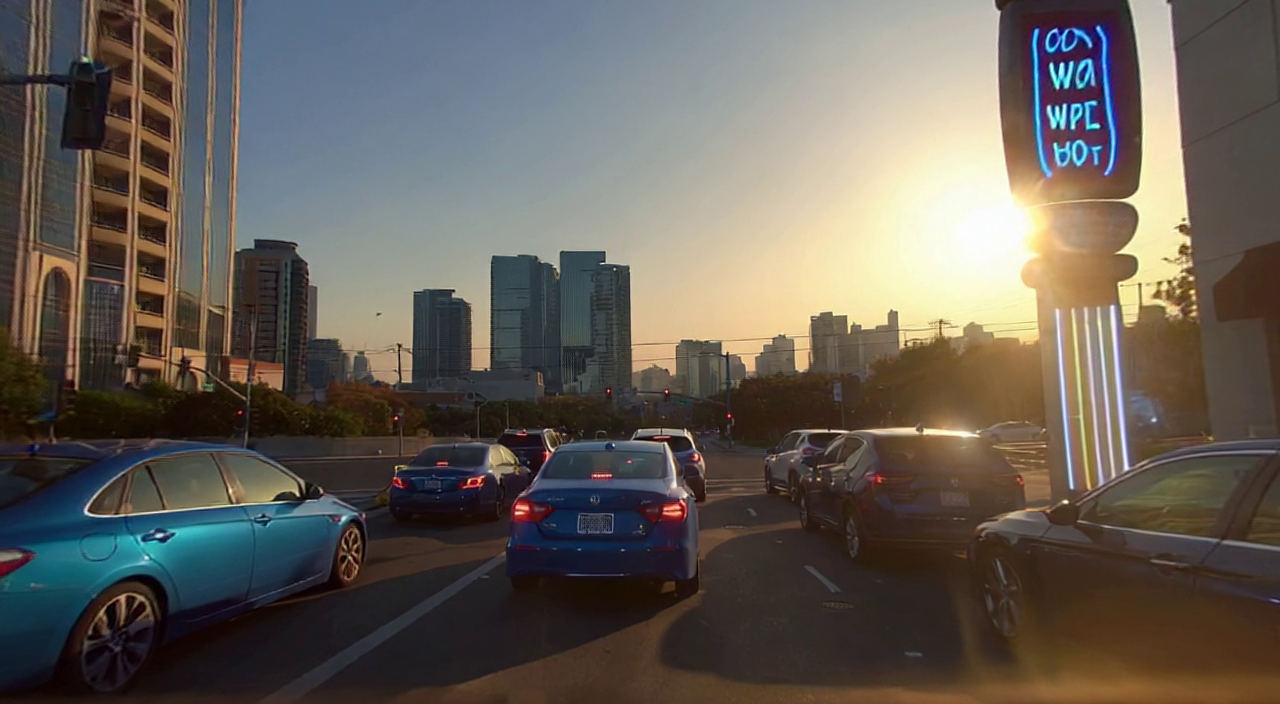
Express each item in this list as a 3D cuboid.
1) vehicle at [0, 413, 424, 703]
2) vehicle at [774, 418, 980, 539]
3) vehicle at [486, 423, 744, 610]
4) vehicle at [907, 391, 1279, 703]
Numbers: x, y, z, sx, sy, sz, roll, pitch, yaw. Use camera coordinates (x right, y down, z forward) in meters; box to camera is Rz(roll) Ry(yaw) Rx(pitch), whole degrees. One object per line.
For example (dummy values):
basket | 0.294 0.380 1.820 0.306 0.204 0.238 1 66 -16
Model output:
vehicle | -3.400 1.299 4.723 1.980 1.454 4.226 0 -8 1
vehicle | 3.781 2.095 11.017 2.007 1.683 4.171 0 -8 1
vehicle | -0.184 1.614 7.108 2.059 1.477 3.988 0 -8 1
vehicle | 3.421 1.069 3.515 1.981 1.499 4.536 -1 -8 2
